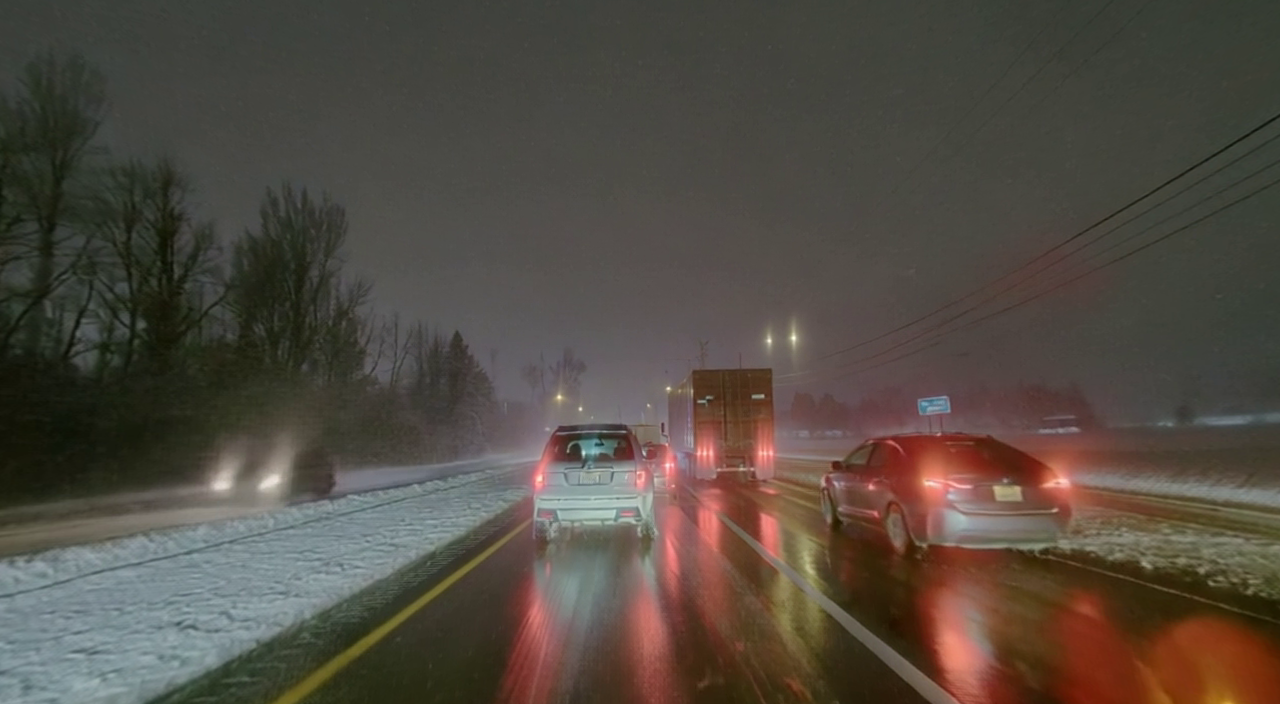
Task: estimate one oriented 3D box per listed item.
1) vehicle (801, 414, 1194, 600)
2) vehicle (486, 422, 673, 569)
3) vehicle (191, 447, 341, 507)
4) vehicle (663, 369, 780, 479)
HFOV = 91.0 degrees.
[{"bbox_3d":[3.576,1.627,7.622,1.960,1.515,4.713,0,-8,0],"label":"vehicle"},{"bbox_3d":[-0.706,1.842,8.854,2.009,1.554,4.013,0,-8,-2],"label":"vehicle"},{"bbox_3d":[-11.450,3.799,19.697,2.029,1.617,4.260,0,-8,1],"label":"vehicle"},{"bbox_3d":[3.501,3.989,33.139,3.591,4.290,16.696,0,-8,-1],"label":"vehicle"}]
